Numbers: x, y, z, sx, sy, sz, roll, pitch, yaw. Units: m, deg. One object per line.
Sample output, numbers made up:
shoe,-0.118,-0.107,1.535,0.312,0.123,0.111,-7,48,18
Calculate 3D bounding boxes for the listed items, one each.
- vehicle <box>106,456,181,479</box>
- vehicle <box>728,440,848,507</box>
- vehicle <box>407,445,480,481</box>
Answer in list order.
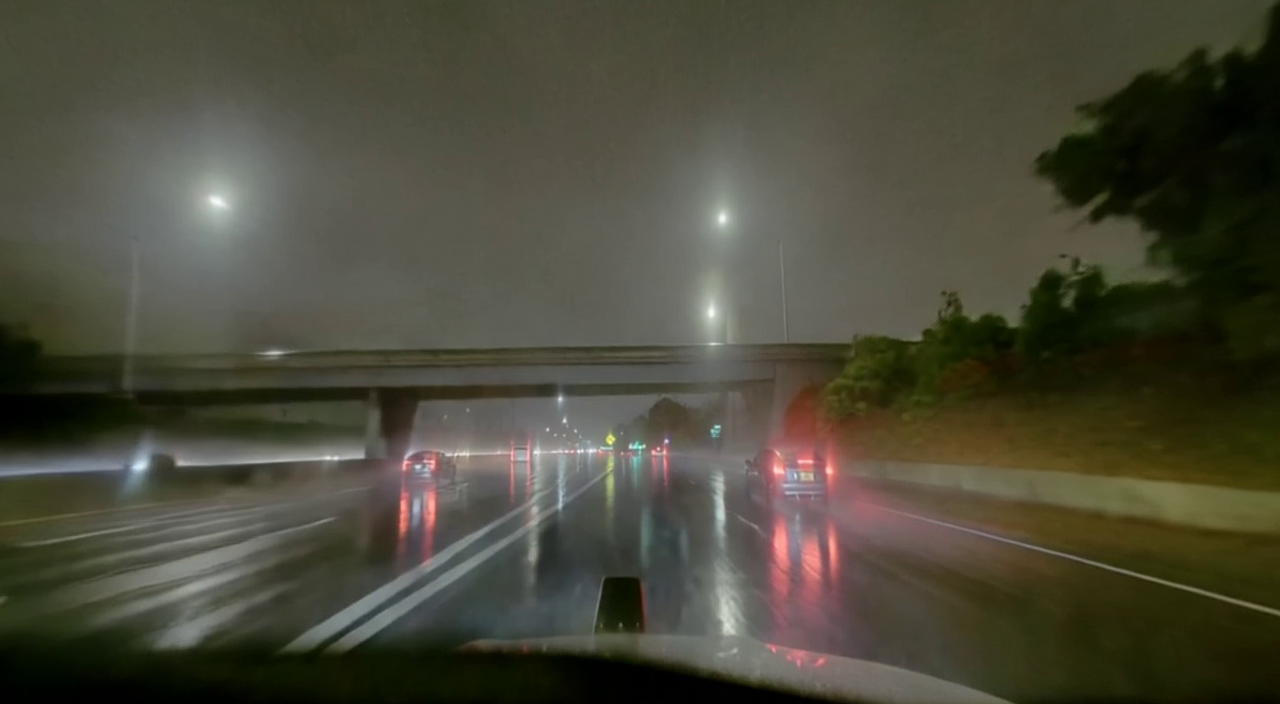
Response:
vehicle,-36.495,8.498,46.424,1.886,1.521,4.740,0,-9,-4
vehicle,3.784,3.179,16.963,2.079,1.535,4.316,0,-9,-1
vehicle,-9.137,5.183,29.697,2.072,1.545,4.687,0,-9,-2
